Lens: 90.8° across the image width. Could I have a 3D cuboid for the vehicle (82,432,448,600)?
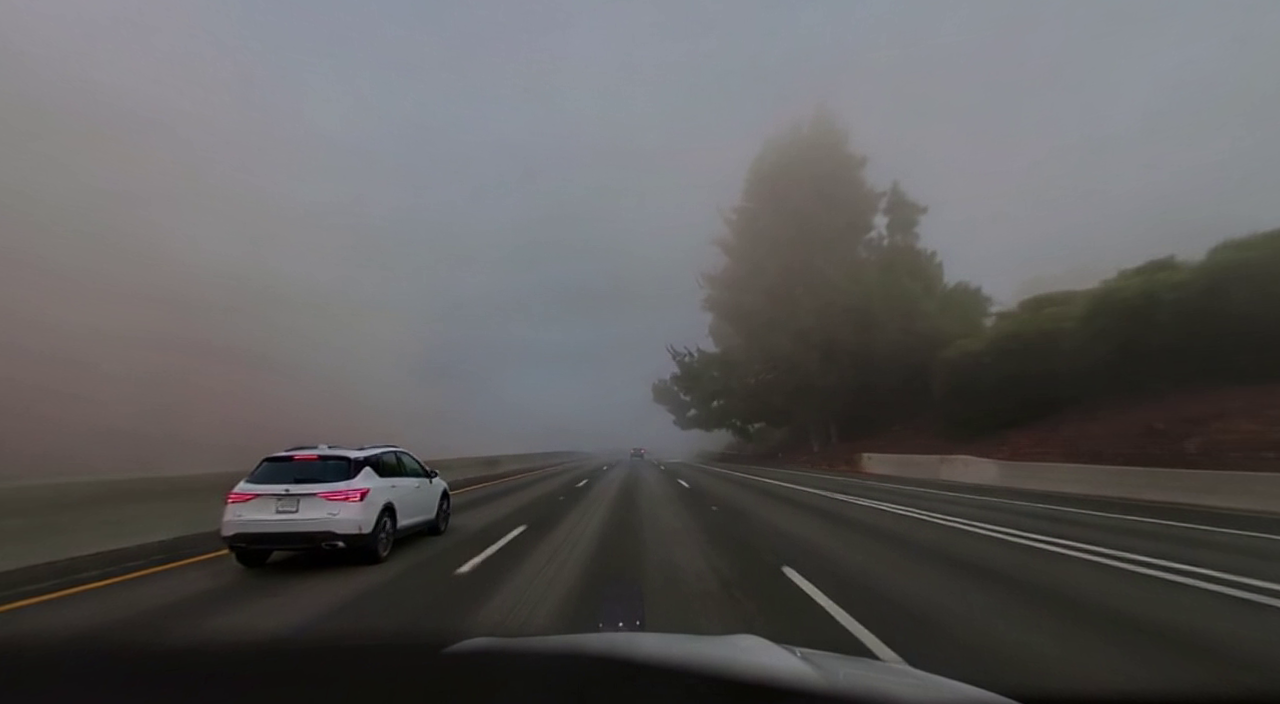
[{"bbox_3d":[-4.166,1.859,8.109,2.050,1.547,4.266,0,-9,0],"label":"vehicle"}]
